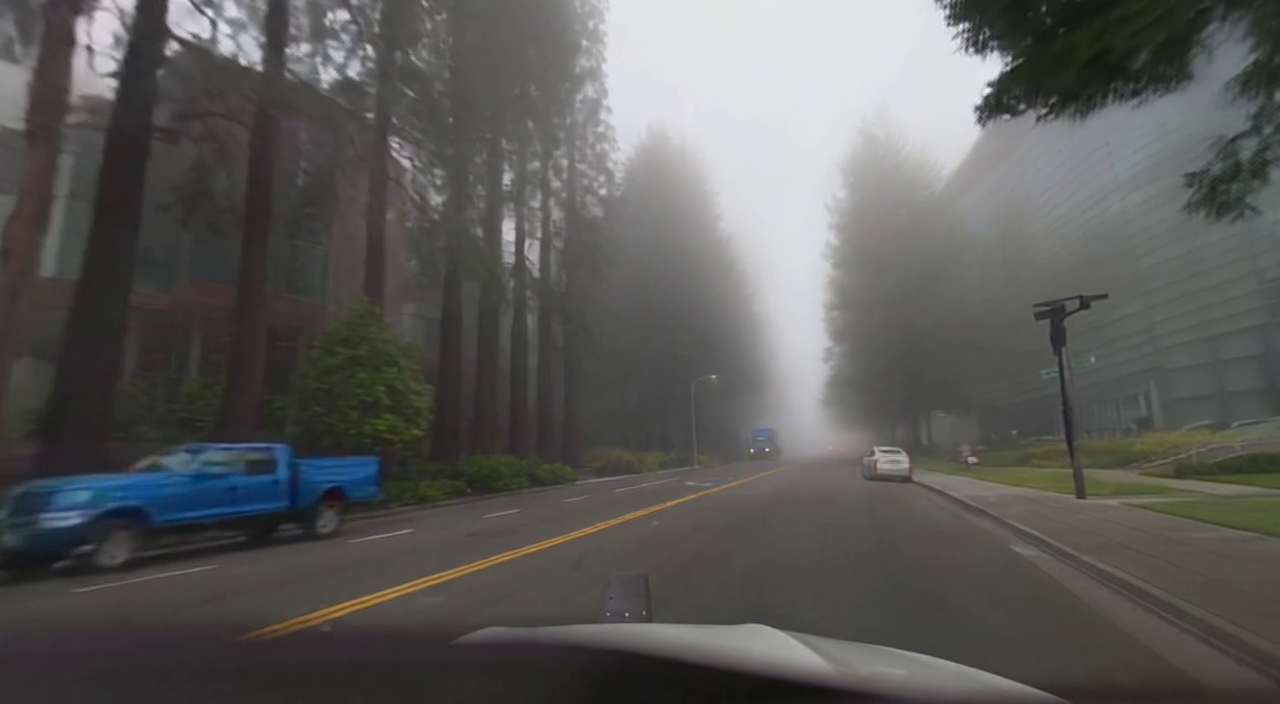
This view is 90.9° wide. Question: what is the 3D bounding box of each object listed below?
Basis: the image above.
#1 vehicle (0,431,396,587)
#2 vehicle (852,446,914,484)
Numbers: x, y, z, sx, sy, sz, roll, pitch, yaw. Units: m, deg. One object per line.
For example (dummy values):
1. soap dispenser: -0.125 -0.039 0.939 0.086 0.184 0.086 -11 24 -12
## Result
1. vehicle: -6.192 2.114 9.507 2.145 1.687 4.662 -3 -9 18
2. vehicle: 10.557 4.902 27.665 2.098 1.509 4.389 -3 -9 16
